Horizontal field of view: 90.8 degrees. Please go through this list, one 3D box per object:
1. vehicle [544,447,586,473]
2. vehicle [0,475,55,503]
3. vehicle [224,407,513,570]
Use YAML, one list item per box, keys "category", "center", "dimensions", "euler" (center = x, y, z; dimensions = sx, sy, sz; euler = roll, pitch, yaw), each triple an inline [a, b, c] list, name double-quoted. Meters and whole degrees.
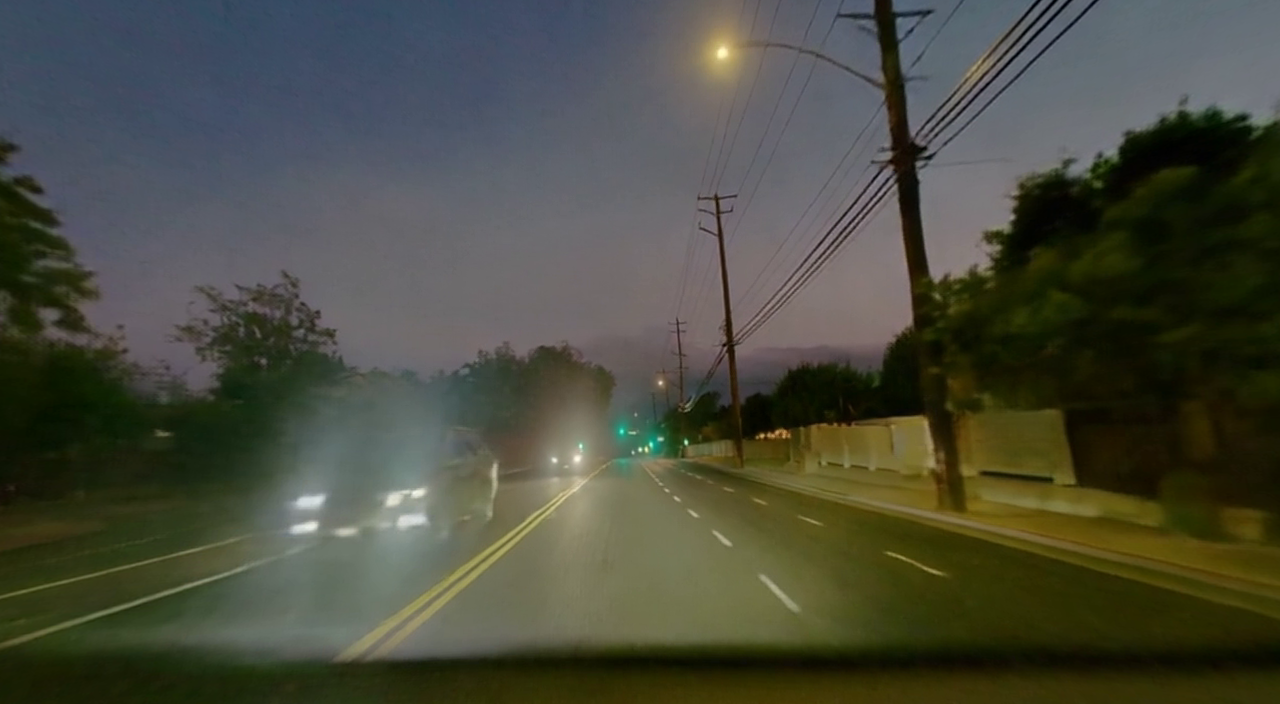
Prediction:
- category: "vehicle"
  center: [-4.500, 6.527, 38.403]
  dimensions: [2.074, 1.511, 4.126]
  euler: [0, -9, 0]
- category: "vehicle"
  center: [-36.979, 8.018, 36.891]
  dimensions: [1.669, 1.429, 4.145]
  euler: [-2, -8, -1]
- category: "vehicle"
  center: [-3.708, 1.988, 10.042]
  dimensions: [2.357, 1.893, 5.084]
  euler: [0, -9, -1]
